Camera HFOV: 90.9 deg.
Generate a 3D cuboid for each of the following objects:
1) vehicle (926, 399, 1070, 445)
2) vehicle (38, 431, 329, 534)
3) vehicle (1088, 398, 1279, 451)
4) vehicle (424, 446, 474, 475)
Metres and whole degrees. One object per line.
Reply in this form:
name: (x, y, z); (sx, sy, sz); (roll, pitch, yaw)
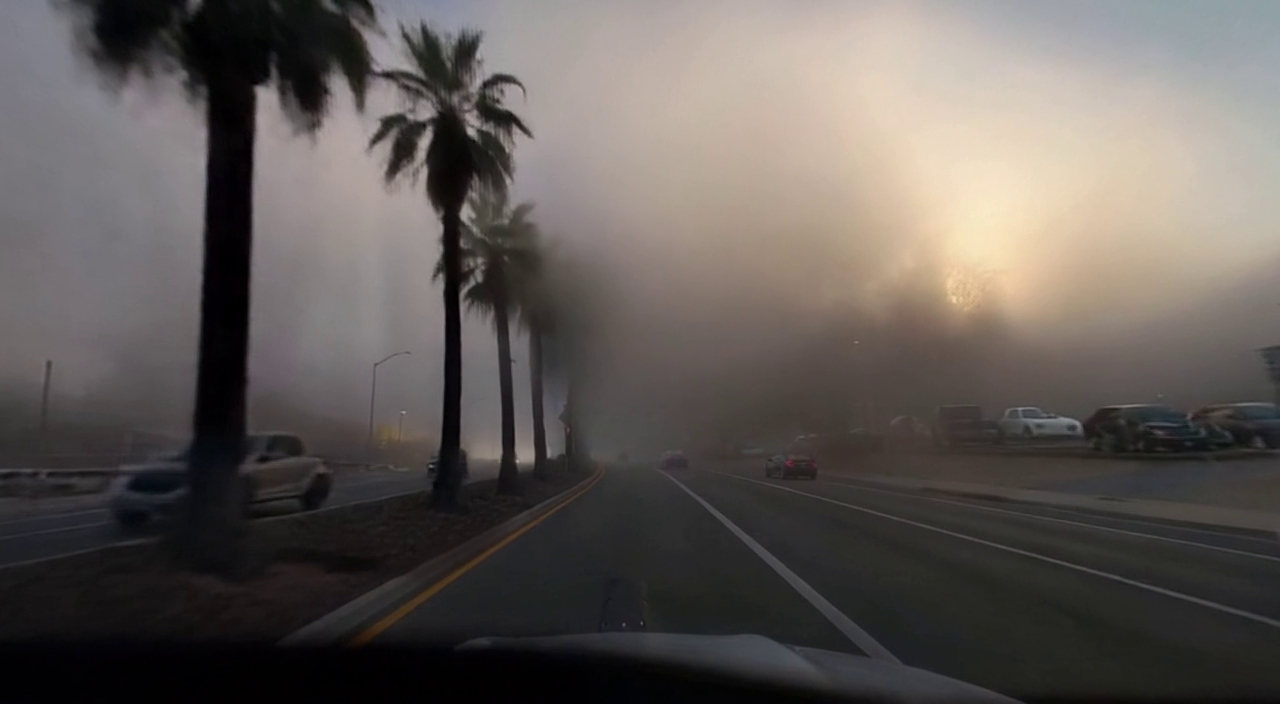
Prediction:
vehicle: (17.995, 3.567, 31.939); (5.817, 1.906, 2.230); (-1, -12, -1)
vehicle: (-9.128, 2.626, 13.453); (2.361, 1.733, 5.099); (0, -8, 0)
vehicle: (18.094, 2.437, 20.893); (4.649, 1.662, 2.349); (0, -8, 0)
vehicle: (-13.532, 7.697, 44.998); (2.210, 1.889, 4.934); (0, -8, -2)
